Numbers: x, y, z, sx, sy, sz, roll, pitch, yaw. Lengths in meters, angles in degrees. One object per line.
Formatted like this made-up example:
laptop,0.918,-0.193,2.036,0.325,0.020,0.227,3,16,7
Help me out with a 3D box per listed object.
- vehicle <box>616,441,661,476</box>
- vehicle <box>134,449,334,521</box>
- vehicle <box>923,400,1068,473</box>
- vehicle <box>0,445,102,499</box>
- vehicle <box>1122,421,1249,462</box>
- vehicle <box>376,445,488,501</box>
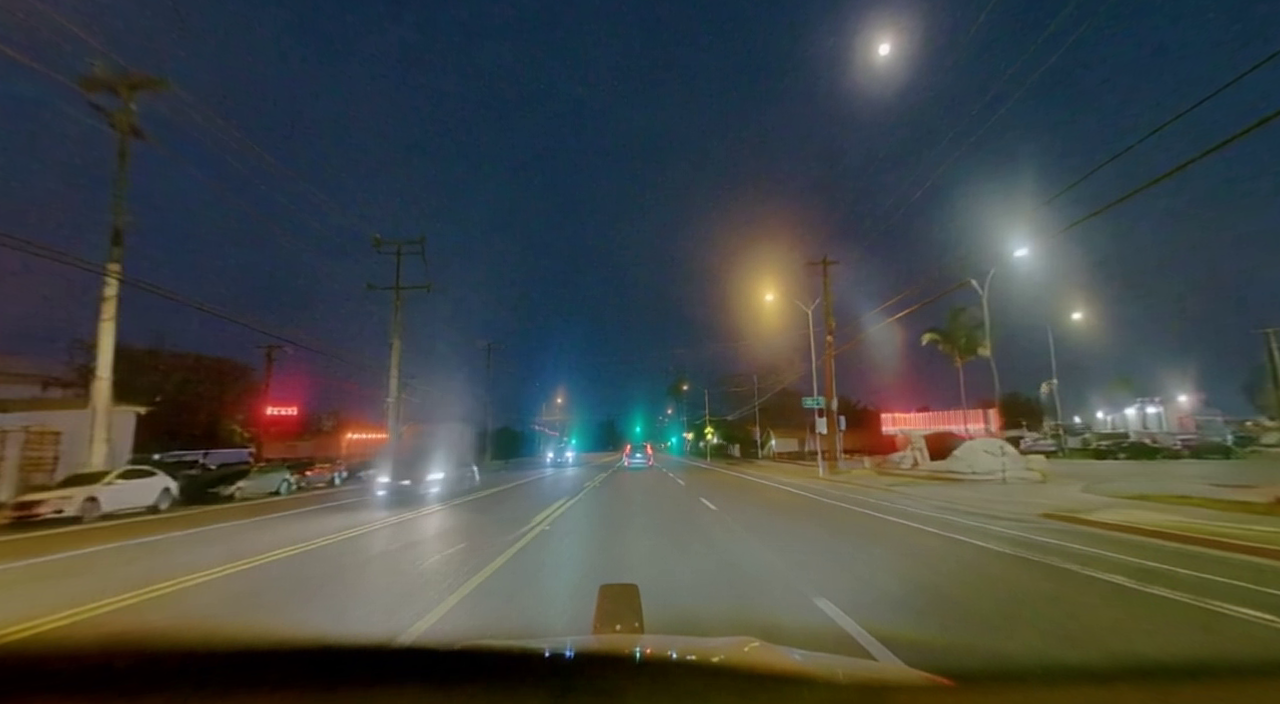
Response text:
vehicle,-0.058,5.249,31.426,2.067,1.547,4.513,0,-8,0
vehicle,-9.792,3.195,15.837,1.888,1.465,4.701,0,-8,0
vehicle,13.987,3.440,25.488,2.449,2.564,5.877,0,-8,1
vehicle,-20.787,3.963,21.146,1.911,1.663,4.115,0,-8,-1
vehicle,27.742,4.587,32.407,2.024,1.827,4.995,-3,-8,1
vehicle,-6.162,3.608,19.327,1.923,1.472,4.342,0,-8,0
